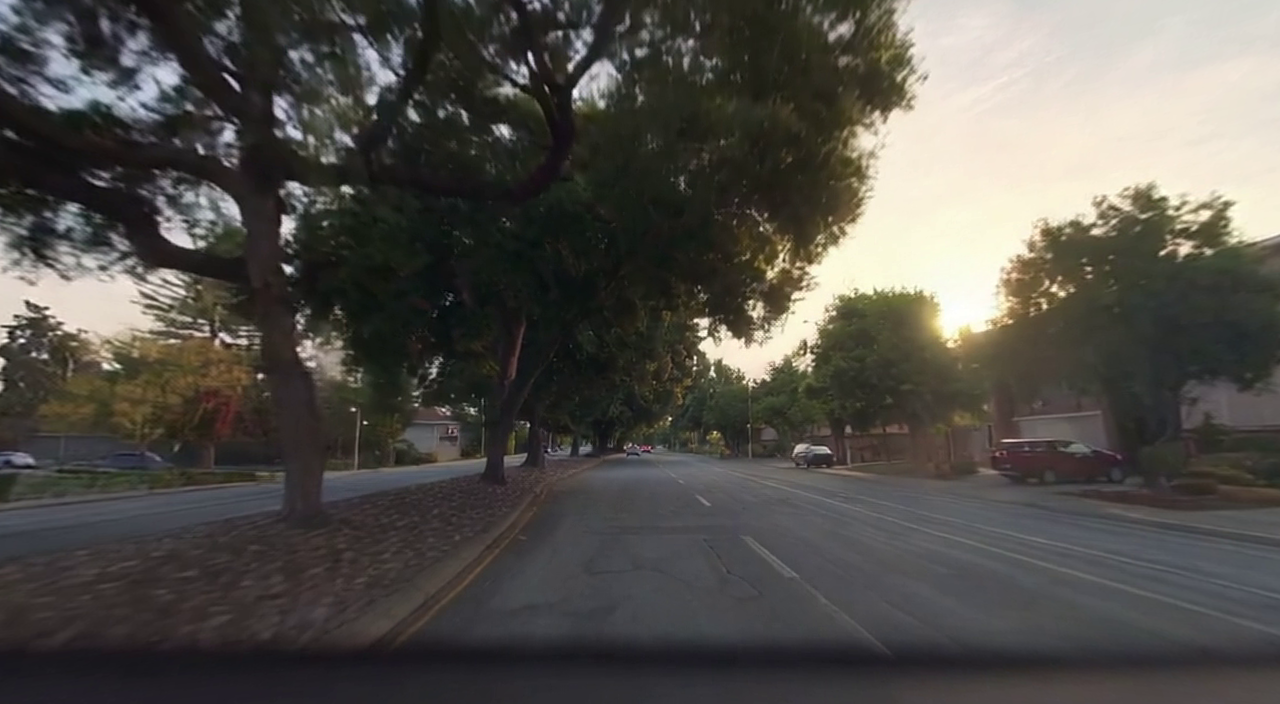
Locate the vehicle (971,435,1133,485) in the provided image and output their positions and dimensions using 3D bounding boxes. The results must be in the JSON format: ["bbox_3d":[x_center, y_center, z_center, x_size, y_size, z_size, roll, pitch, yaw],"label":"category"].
[{"bbox_3d":[15.516,4.097,24.029,4.605,1.779,2.135,0,-9,0],"label":"vehicle"}]

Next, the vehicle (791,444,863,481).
[{"bbox_3d":[9.410,5.583,32.212,2.096,1.703,4.583,0,-9,-2],"label":"vehicle"}]

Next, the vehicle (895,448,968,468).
[{"bbox_3d":[21.719,7.888,47.197,4.465,1.460,1.901,0,-8,1],"label":"vehicle"}]

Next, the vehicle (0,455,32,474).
[{"bbox_3d":[-49.278,8.701,48.959,4.083,1.423,1.885,-5,-10,30],"label":"vehicle"}]
